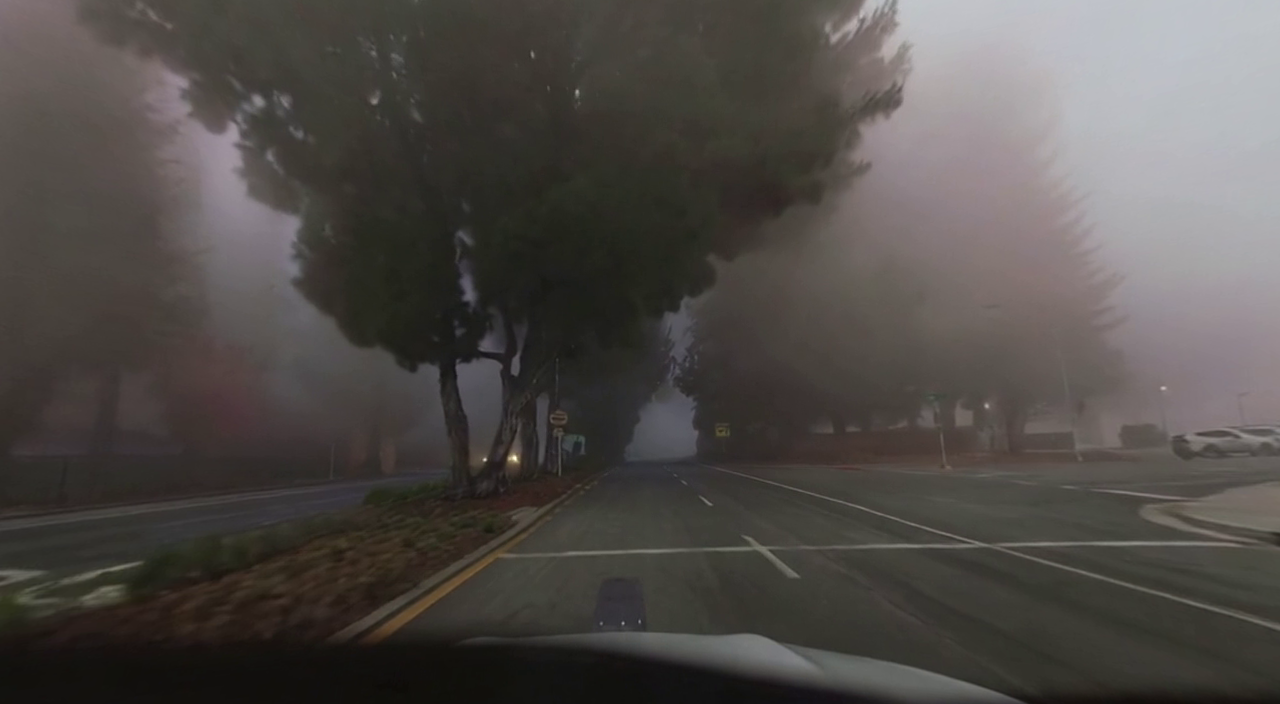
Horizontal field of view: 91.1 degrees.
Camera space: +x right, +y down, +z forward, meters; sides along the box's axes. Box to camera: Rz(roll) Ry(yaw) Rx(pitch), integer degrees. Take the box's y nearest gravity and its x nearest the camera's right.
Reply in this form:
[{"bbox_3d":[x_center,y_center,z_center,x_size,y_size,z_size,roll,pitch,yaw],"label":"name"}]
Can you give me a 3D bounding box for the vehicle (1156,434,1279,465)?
[{"bbox_3d":[26.126,4.417,28.579,1.624,1.311,4.222,0,-8,0],"label":"vehicle"}]
